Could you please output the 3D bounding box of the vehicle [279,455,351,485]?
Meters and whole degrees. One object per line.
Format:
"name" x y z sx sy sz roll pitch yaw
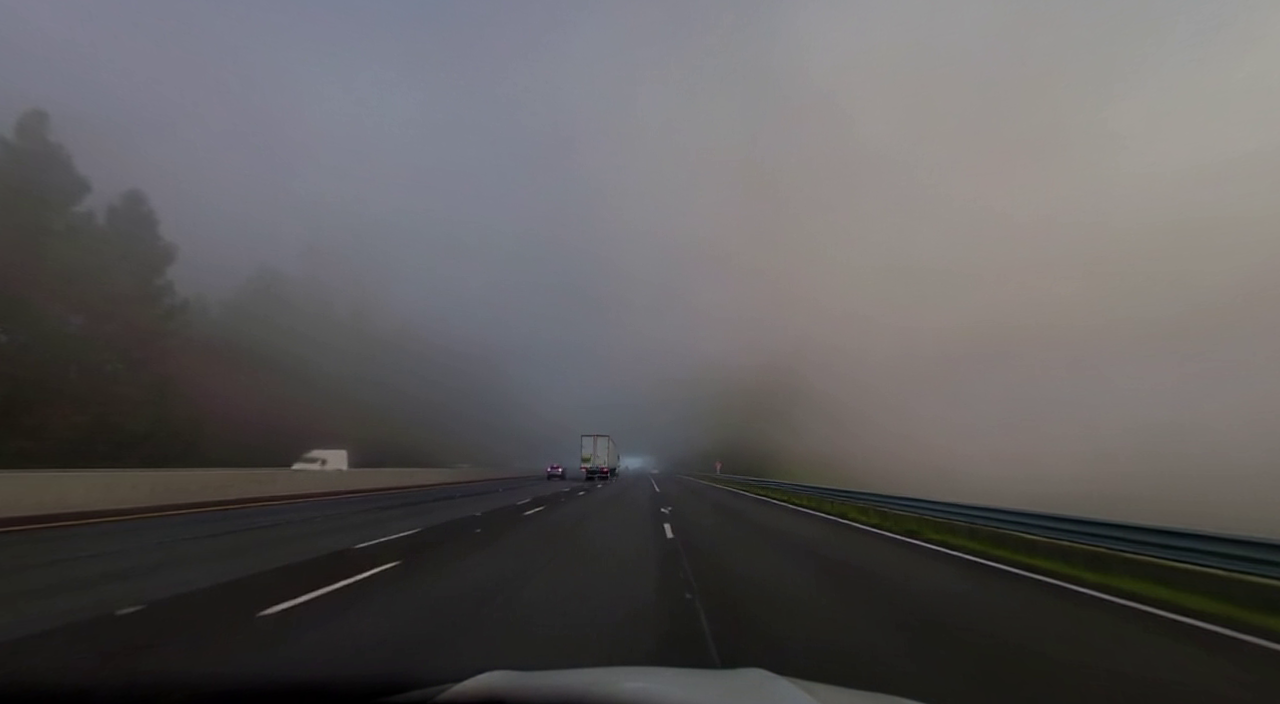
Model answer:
"vehicle" -21.574 7.899 42.102 2.068 1.838 4.784 0 -10 2
